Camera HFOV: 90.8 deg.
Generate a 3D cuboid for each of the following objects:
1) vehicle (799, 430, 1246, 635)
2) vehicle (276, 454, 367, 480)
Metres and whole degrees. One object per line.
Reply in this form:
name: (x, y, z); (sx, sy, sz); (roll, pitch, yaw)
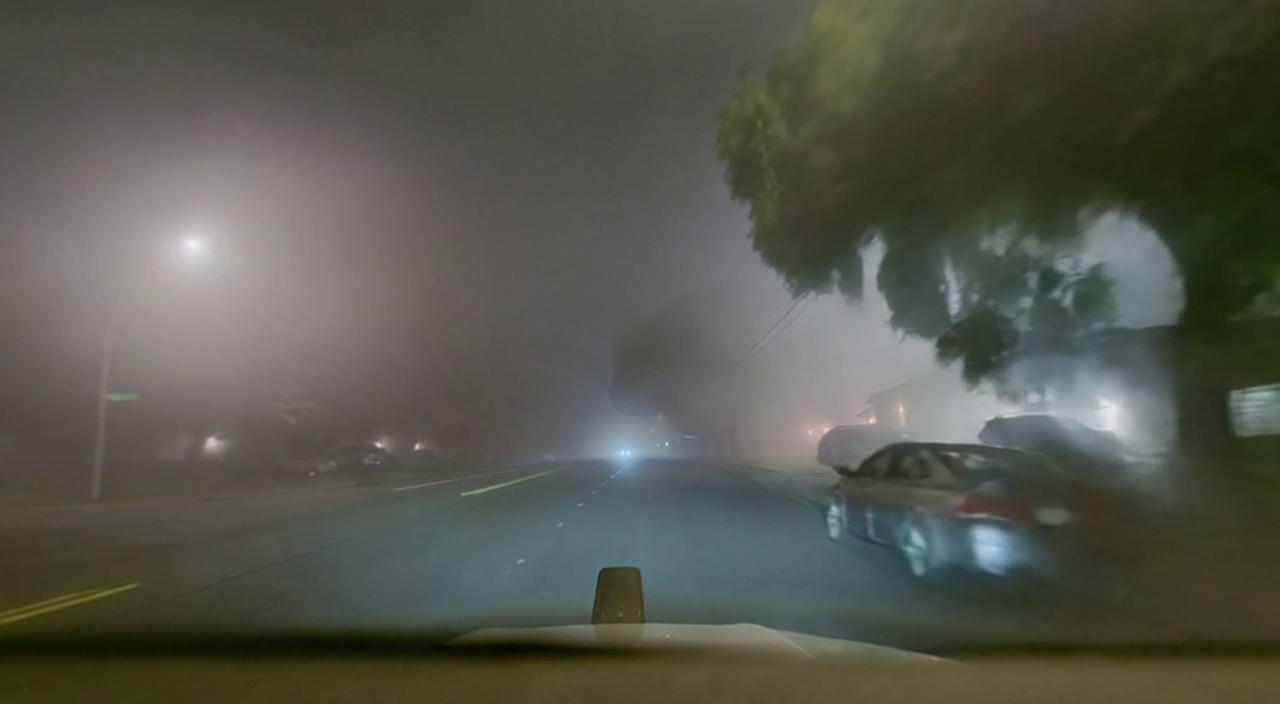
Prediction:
vehicle: (3.517, 1.722, 7.282); (2.037, 1.518, 4.904); (0, -8, -1)
vehicle: (-18.736, 6.747, 37.285); (4.450, 1.409, 1.990); (6, -10, -36)
